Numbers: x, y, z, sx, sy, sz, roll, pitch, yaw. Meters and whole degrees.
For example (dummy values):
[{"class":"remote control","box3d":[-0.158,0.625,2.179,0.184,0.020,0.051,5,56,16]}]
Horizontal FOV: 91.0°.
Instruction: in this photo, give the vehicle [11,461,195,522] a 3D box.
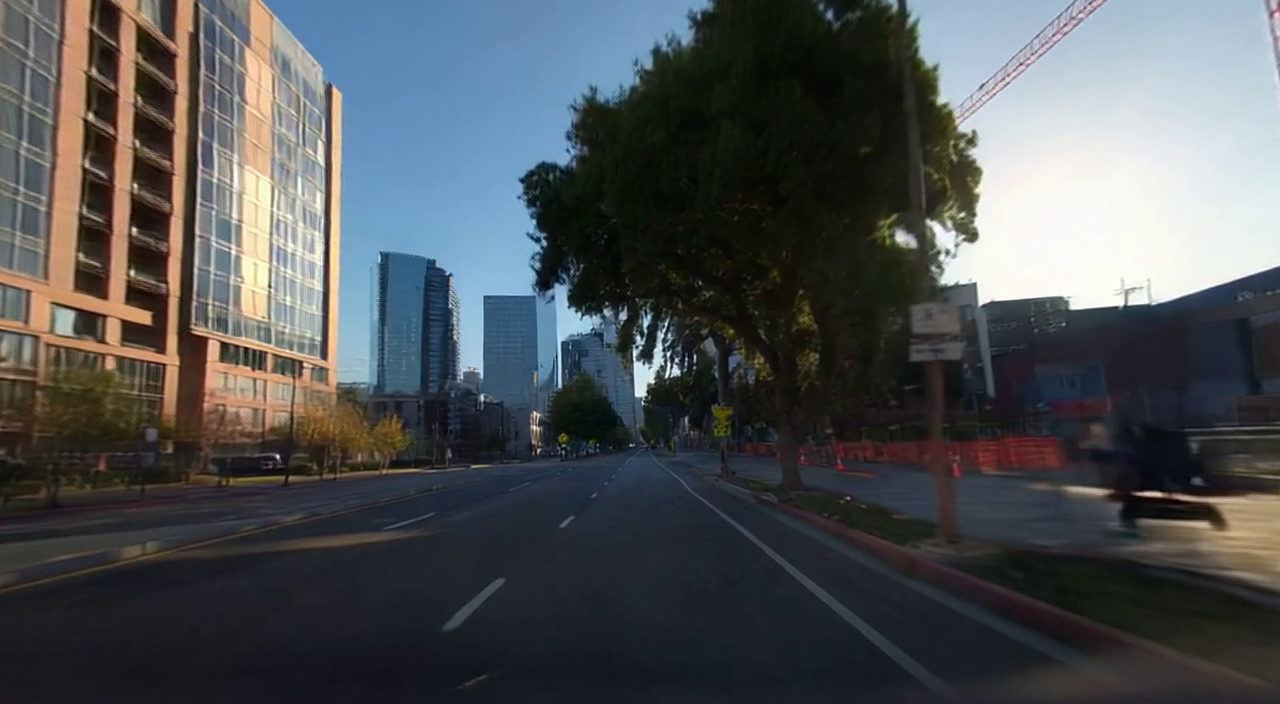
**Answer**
[{"class":"vehicle","box3d":[-16.957,4.380,20.273,1.921,1.541,4.541,-1,-8,0]}]
